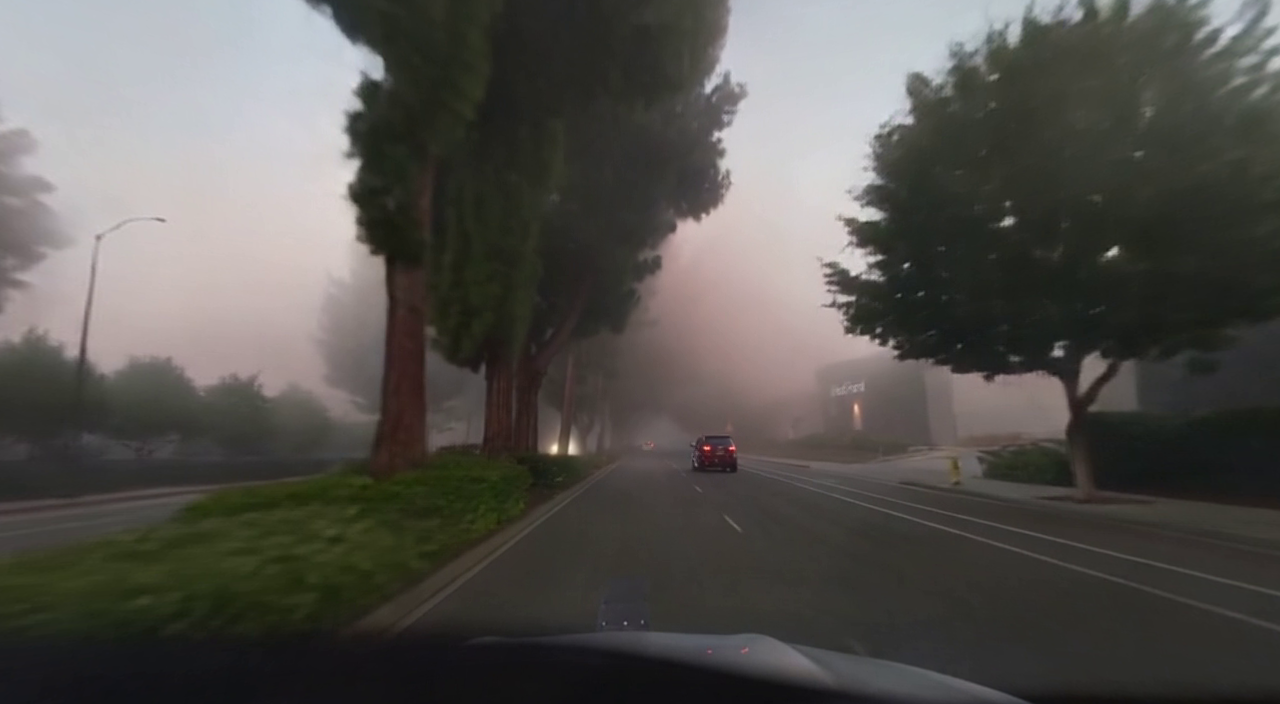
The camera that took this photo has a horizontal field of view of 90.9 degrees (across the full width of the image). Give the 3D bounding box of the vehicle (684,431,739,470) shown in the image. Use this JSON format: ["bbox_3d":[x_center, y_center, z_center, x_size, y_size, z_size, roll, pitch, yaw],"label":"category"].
[{"bbox_3d":[3.433,4.846,31.188,2.143,1.759,4.378,0,-8,-1],"label":"vehicle"}]
